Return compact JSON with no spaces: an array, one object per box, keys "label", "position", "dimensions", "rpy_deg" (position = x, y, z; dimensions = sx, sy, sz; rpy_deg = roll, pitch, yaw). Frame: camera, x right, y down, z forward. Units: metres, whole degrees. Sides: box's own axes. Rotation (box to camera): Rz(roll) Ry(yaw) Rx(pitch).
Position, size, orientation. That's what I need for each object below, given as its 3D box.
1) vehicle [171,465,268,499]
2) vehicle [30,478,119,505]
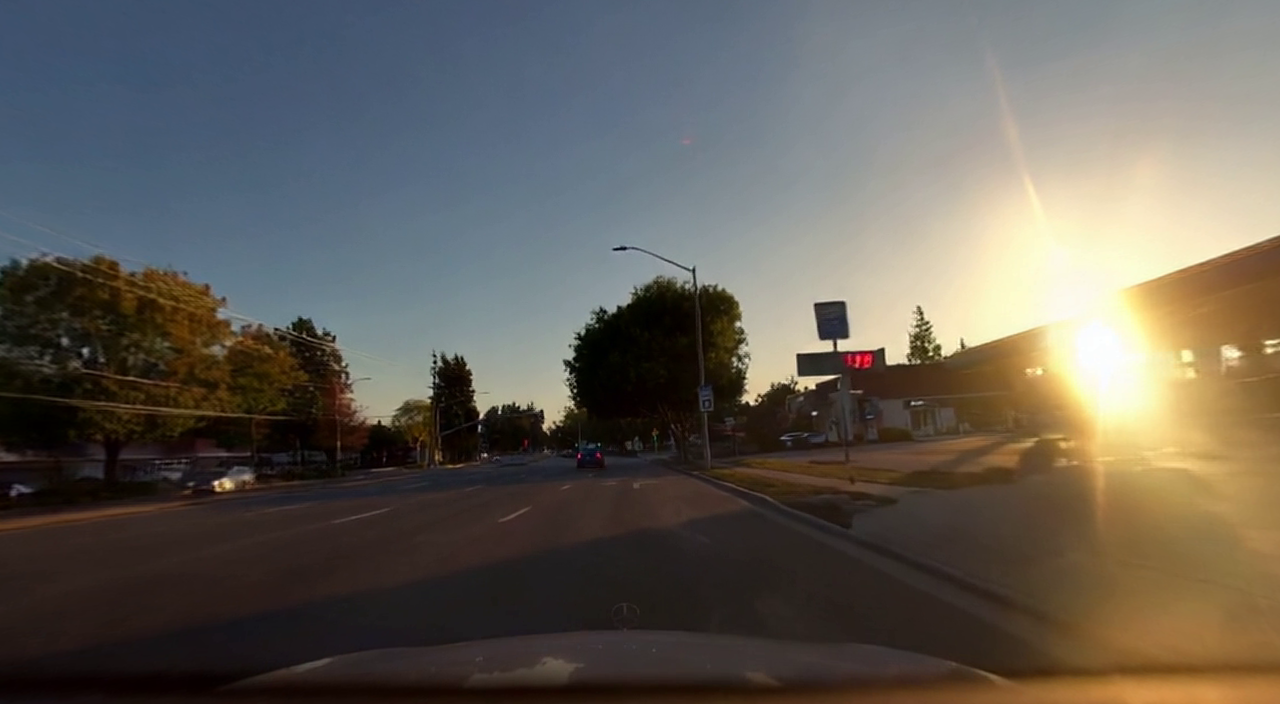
[{"label":"vehicle","position":[-22.550,6.941,34.142],"dimensions":[2.127,1.538,4.558],"rpy_deg":[0,-8,0]},{"label":"vehicle","position":[-39.341,9.706,44.104],"dimensions":[1.992,1.453,4.696],"rpy_deg":[0,-8,-2]}]
